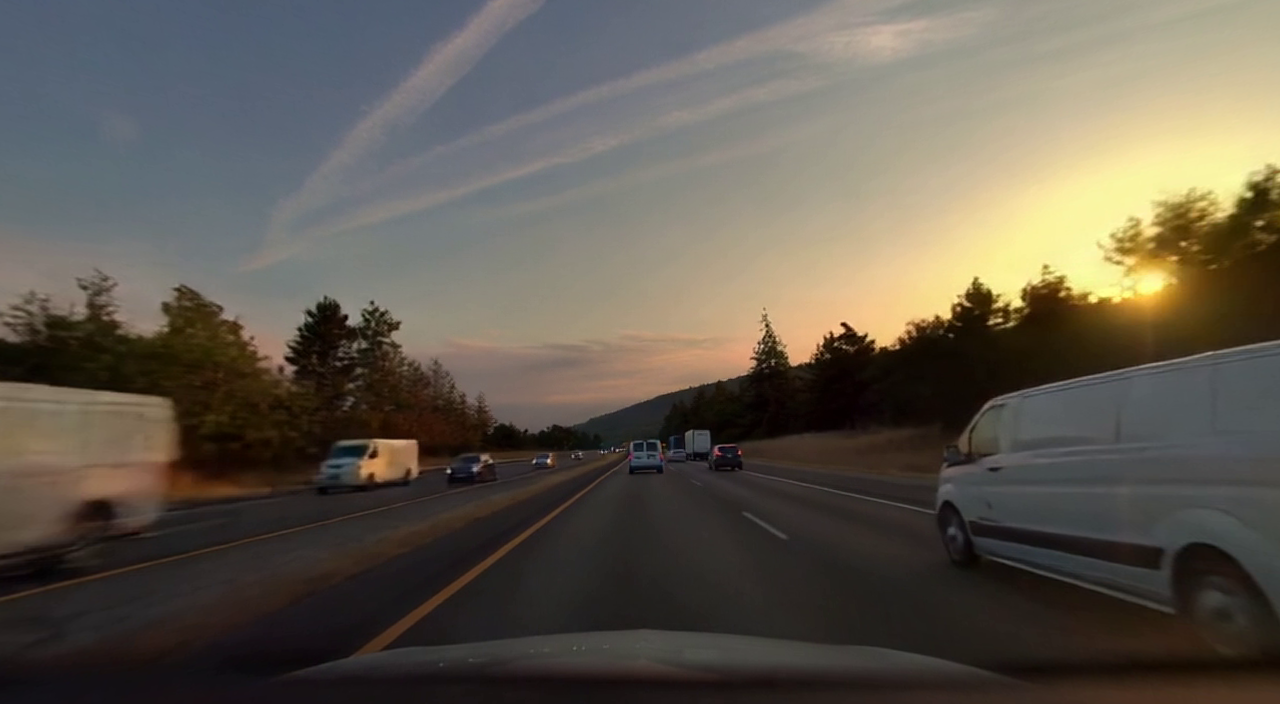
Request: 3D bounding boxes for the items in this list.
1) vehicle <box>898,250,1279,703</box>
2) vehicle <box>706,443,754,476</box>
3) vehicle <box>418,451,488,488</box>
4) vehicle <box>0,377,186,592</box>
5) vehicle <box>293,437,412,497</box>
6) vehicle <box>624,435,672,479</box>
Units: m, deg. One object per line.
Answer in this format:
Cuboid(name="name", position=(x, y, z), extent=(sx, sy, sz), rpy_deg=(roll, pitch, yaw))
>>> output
Cuboid(name="vehicle", position=(4.171, 0.948, 4.891), extent=(2.232, 2.290, 4.720), rpy_deg=(0, -9, -1))
Cuboid(name="vehicle", position=(4.572, 5.509, 32.463), extent=(1.868, 1.566, 3.509), rpy_deg=(0, -9, -2))
Cuboid(name="vehicle", position=(-8.530, 5.363, 29.146), extent=(1.994, 1.555, 4.076), rpy_deg=(0, -9, 0))
Cuboid(name="vehicle", position=(-8.680, 1.593, 7.603), extent=(2.171, 2.512, 5.597), rpy_deg=(0, -9, 0))
Cuboid(name="vehicle", position=(-12.937, 5.186, 29.048), extent=(2.393, 2.423, 6.696), rpy_deg=(0, -9, -1))
Cuboid(name="vehicle", position=(0.372, 5.027, 30.299), extent=(2.143, 1.925, 4.101), rpy_deg=(0, -9, 0))
